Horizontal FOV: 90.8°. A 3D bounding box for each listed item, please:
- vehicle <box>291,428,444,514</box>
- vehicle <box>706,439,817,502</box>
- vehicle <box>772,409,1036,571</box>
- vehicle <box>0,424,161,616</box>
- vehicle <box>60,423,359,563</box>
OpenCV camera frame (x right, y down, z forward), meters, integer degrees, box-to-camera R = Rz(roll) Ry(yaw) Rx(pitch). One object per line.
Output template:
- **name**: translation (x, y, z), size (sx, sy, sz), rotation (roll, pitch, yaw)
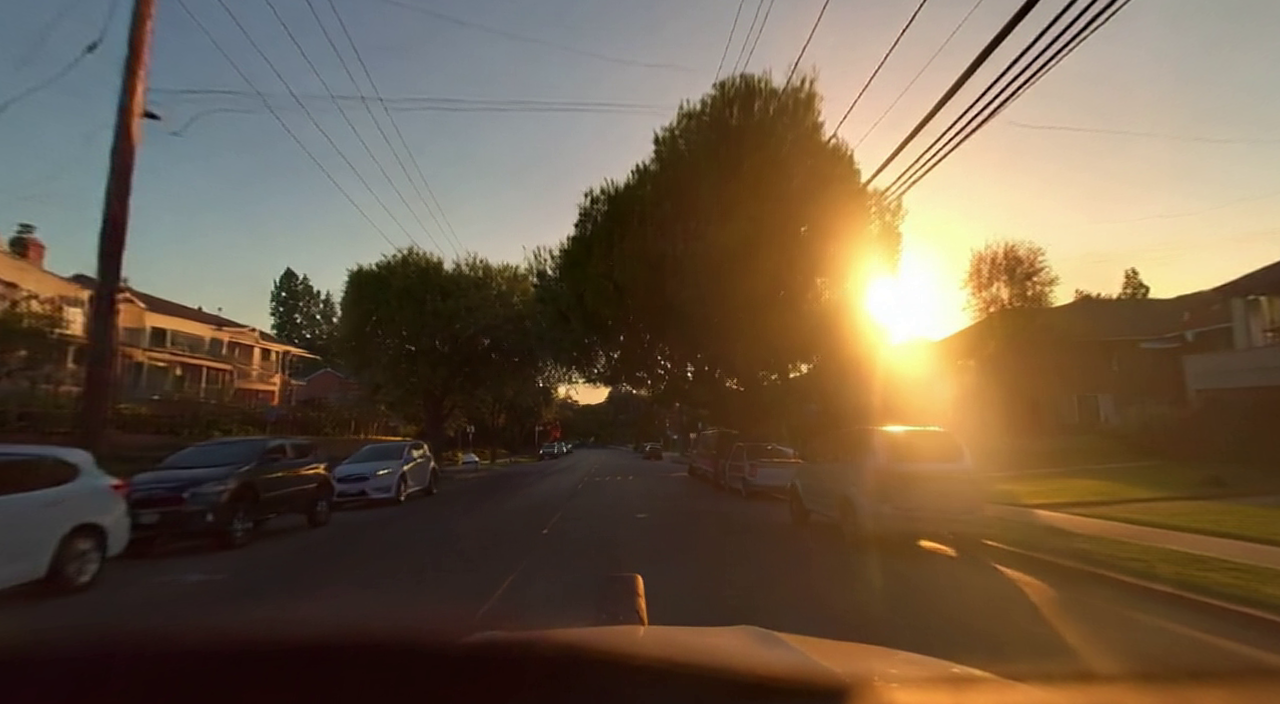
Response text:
- **vehicle**: translation (-6.712, 2.927, 16.232), size (1.992, 1.853, 4.561), rotation (0, -8, -2)
- **vehicle**: translation (3.264, 3.289, 18.021), size (1.895, 1.537, 4.844), rotation (1, -9, -4)
- **vehicle**: translation (3.337, 1.827, 9.063), size (1.936, 1.756, 4.127), rotation (0, -9, -1)
- **vehicle**: translation (-6.204, 1.378, 4.835), size (1.863, 1.561, 4.380), rotation (-2, -8, -3)
- **vehicle**: translation (-6.504, 2.111, 10.354), size (1.988, 1.734, 4.400), rotation (-1, -8, -4)
